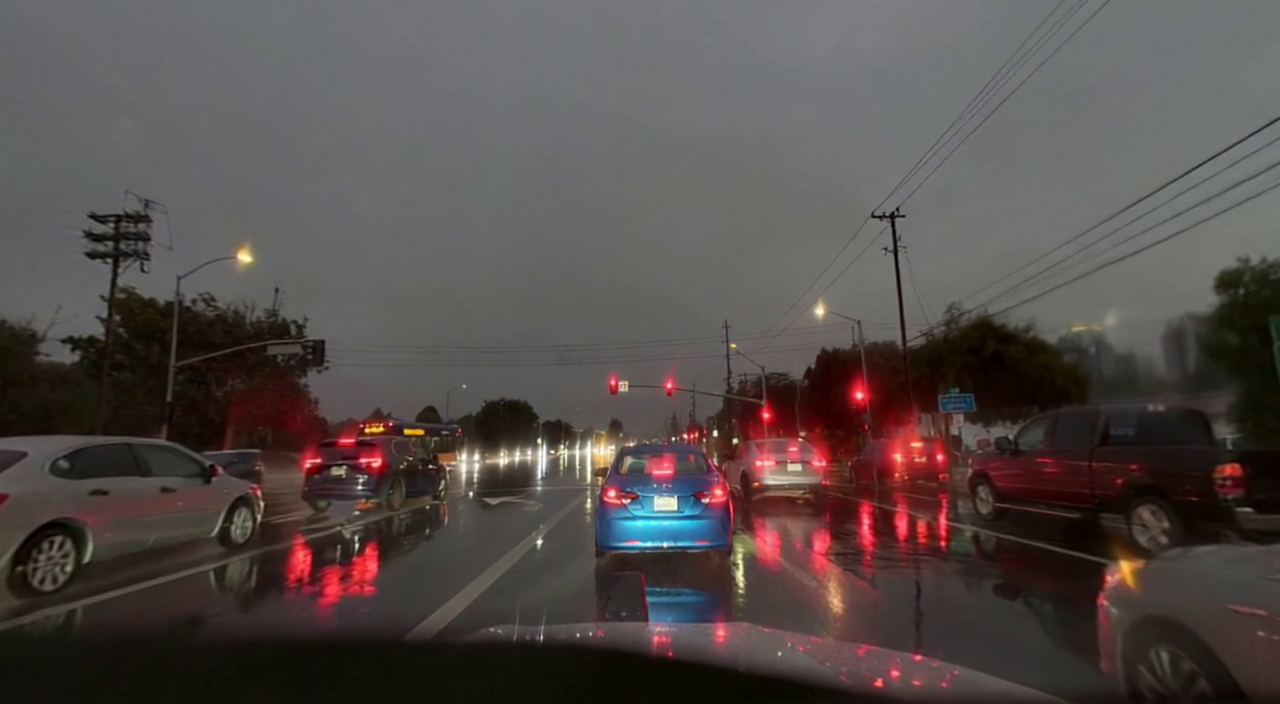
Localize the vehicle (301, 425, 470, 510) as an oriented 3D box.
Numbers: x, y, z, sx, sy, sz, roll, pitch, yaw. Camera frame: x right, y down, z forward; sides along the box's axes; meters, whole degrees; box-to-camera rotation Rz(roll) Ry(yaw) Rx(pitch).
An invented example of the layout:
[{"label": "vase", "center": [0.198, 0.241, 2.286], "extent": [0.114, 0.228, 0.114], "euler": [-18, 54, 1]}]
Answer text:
[{"label": "vehicle", "center": [-6.245, 2.883, 16.355], "extent": [2.070, 1.824, 5.196], "euler": [-1, -8, 2]}]

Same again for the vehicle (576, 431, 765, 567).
[{"label": "vehicle", "center": [0.323, 1.926, 9.072], "extent": [2.109, 1.483, 3.964], "euler": [0, -8, 0]}]

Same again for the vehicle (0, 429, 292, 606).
[{"label": "vehicle", "center": [-6.406, 1.710, 7.374], "extent": [1.955, 1.497, 4.639], "euler": [-1, -8, 1]}]

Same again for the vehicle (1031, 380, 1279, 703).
[{"label": "vehicle", "center": [3.084, 0.746, 1.343], "extent": [1.870, 1.523, 4.096], "euler": [0, -8, 0]}]

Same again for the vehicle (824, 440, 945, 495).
[{"label": "vehicle", "center": [7.266, 3.444, 19.305], "extent": [1.867, 1.459, 4.436], "euler": [0, -8, -1]}]

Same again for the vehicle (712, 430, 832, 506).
[{"label": "vehicle", "center": [3.236, 2.935, 16.433], "extent": [2.042, 1.676, 4.364], "euler": [0, -8, -2]}]
